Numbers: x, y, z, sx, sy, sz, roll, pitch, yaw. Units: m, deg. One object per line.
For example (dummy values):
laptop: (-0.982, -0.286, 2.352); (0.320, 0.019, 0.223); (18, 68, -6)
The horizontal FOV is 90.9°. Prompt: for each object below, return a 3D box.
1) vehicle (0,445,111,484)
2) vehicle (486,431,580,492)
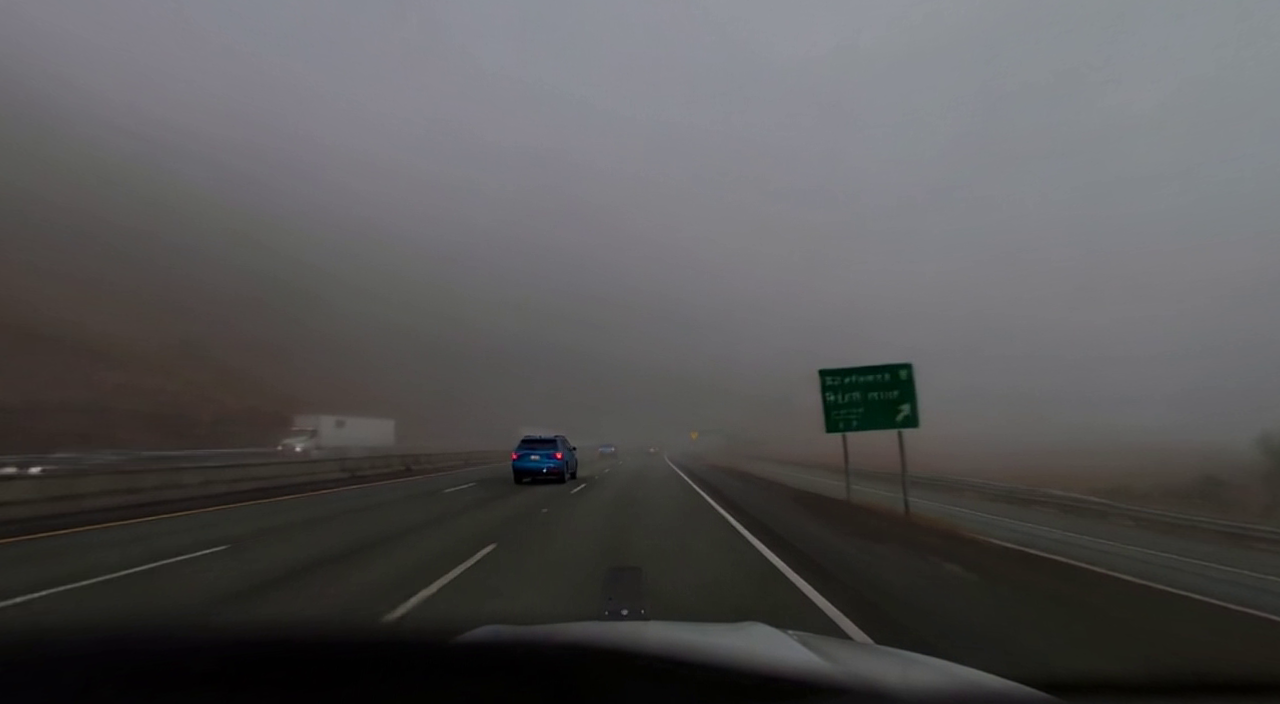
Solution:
vehicle: (-24.584, 4.556, 25.880); (1.947, 1.470, 4.344); (0, -8, 1)
vehicle: (-3.278, 3.476, 20.321); (2.138, 1.718, 4.415); (0, -8, 1)
